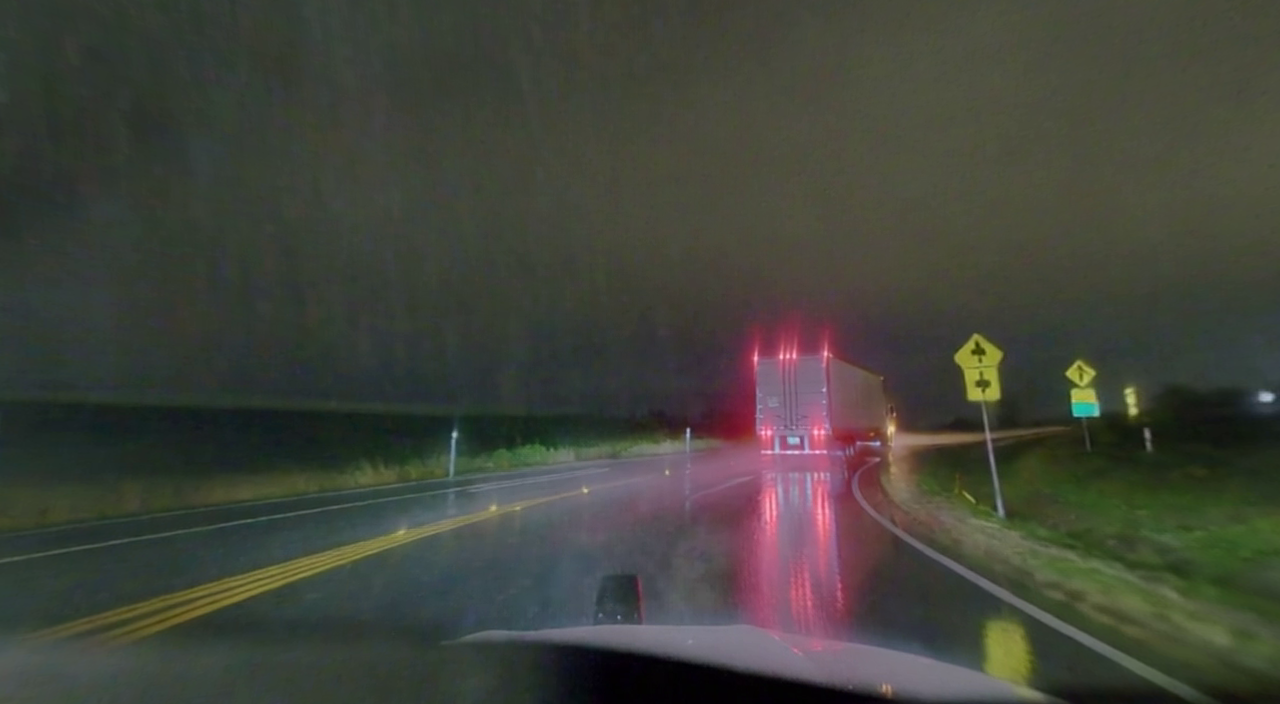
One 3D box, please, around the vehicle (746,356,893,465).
[{"bbox_3d":[8.013,2.676,26.666,2.837,3.712,10.484,-5,-9,33],"label":"vehicle"}]
